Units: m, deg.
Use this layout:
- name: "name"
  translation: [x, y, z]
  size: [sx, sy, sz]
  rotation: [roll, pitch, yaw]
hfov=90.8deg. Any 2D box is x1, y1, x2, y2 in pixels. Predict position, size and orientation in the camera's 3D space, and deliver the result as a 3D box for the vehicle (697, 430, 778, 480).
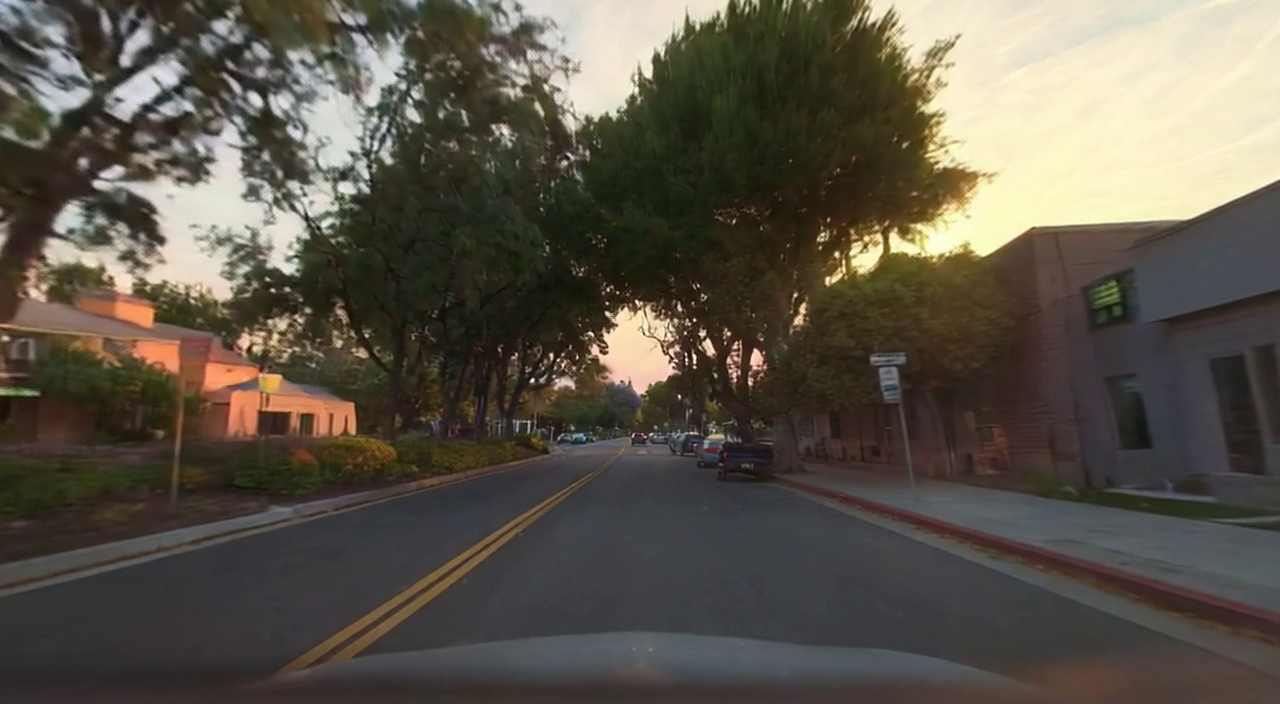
- name: "vehicle"
  translation: [3.180, 3.485, 21.537]
  size: [2.152, 1.527, 4.010]
  rotation: [0, -8, 0]
